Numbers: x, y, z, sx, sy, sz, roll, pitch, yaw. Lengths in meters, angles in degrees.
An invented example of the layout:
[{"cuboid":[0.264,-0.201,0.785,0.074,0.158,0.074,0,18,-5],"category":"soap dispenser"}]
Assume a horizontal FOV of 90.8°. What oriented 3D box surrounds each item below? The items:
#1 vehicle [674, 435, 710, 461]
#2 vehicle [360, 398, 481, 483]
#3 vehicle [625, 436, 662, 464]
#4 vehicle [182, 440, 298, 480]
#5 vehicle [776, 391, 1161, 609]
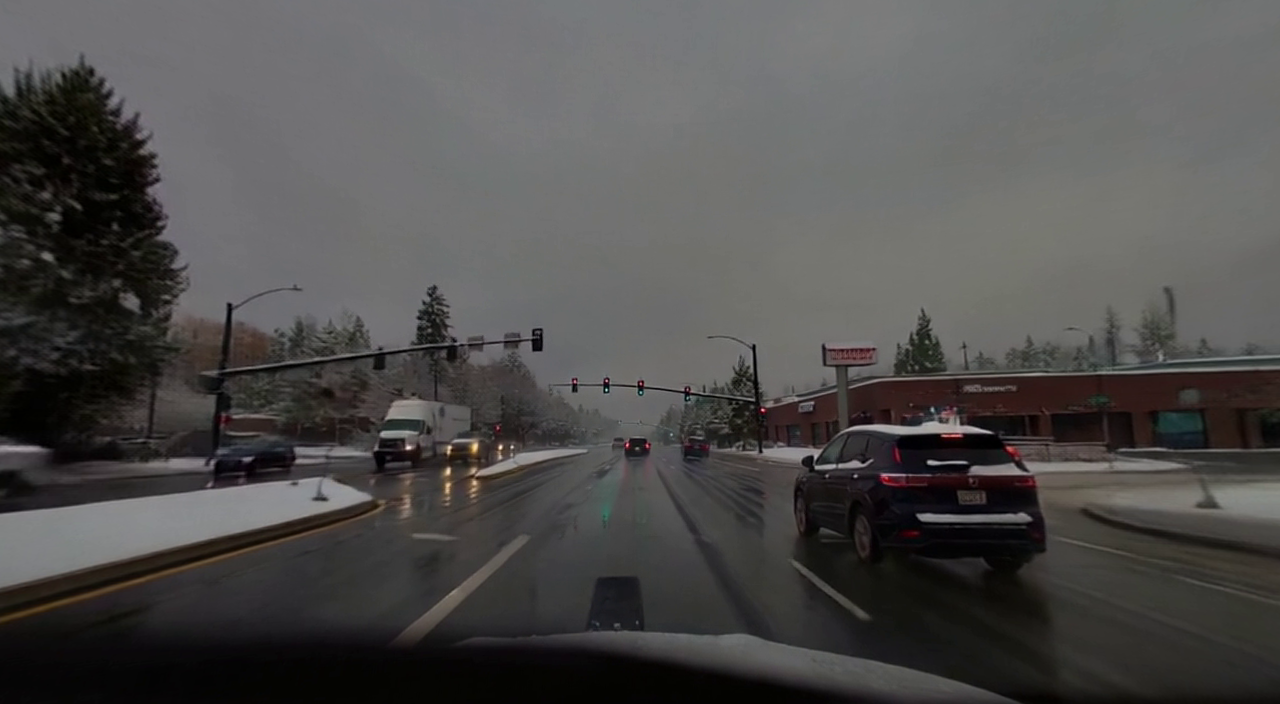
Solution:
[{"cuboid":[3.538,6.619,43.604,2.085,1.668,4.077,0,-8,-1],"category":"vehicle"},{"cuboid":[-7.374,3.098,22.081,2.334,2.525,5.893,0,-8,-3],"category":"vehicle"},{"cuboid":[0.150,5.822,37.604,2.023,1.532,3.891,0,-8,-2],"category":"vehicle"},{"cuboid":[-17.754,4.792,28.436,1.946,1.606,5.136,0,-8,-1],"category":"vehicle"},{"cuboid":[3.057,1.478,7.208,1.969,1.682,4.387,0,-8,-1],"category":"vehicle"}]
